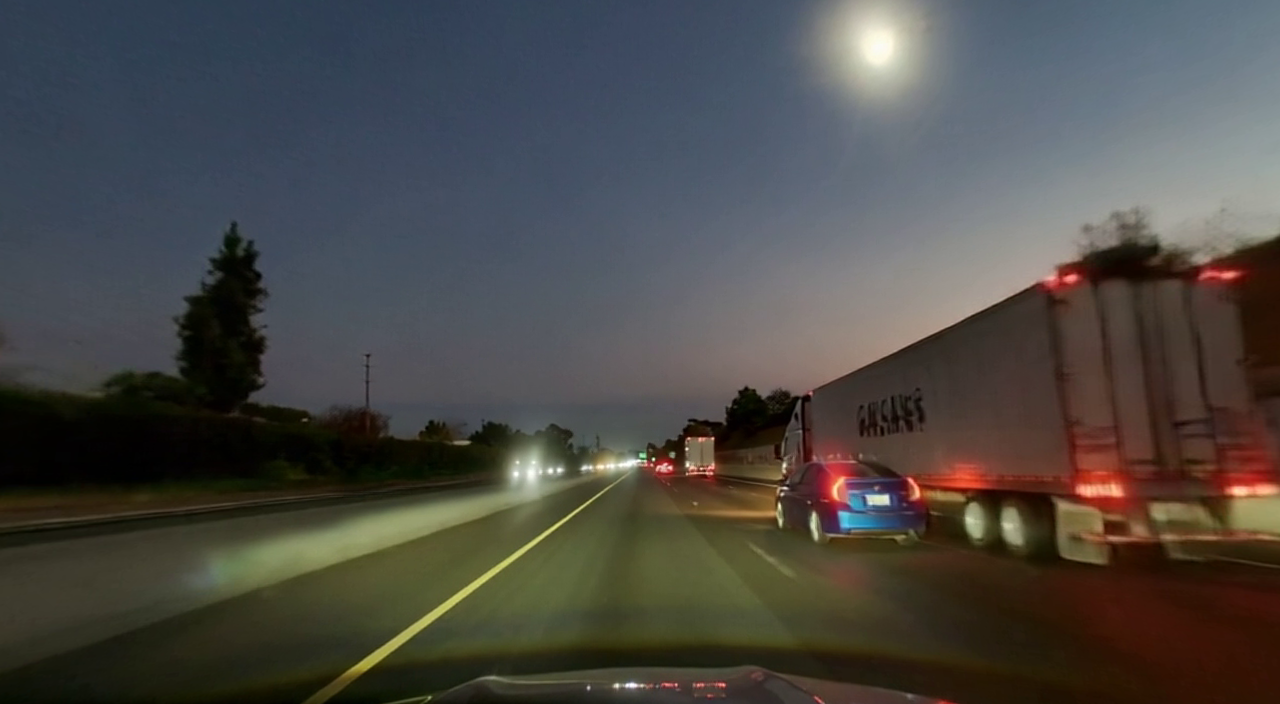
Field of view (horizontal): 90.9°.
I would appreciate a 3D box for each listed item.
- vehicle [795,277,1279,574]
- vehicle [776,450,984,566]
[{"bbox_3d":[7.912,2.449,16.897,3.298,4.017,16.824,1,-10,0],"label":"vehicle"},{"bbox_3d":[3.747,2.534,10.636,2.011,1.574,3.512,-1,-11,-1],"label":"vehicle"}]
